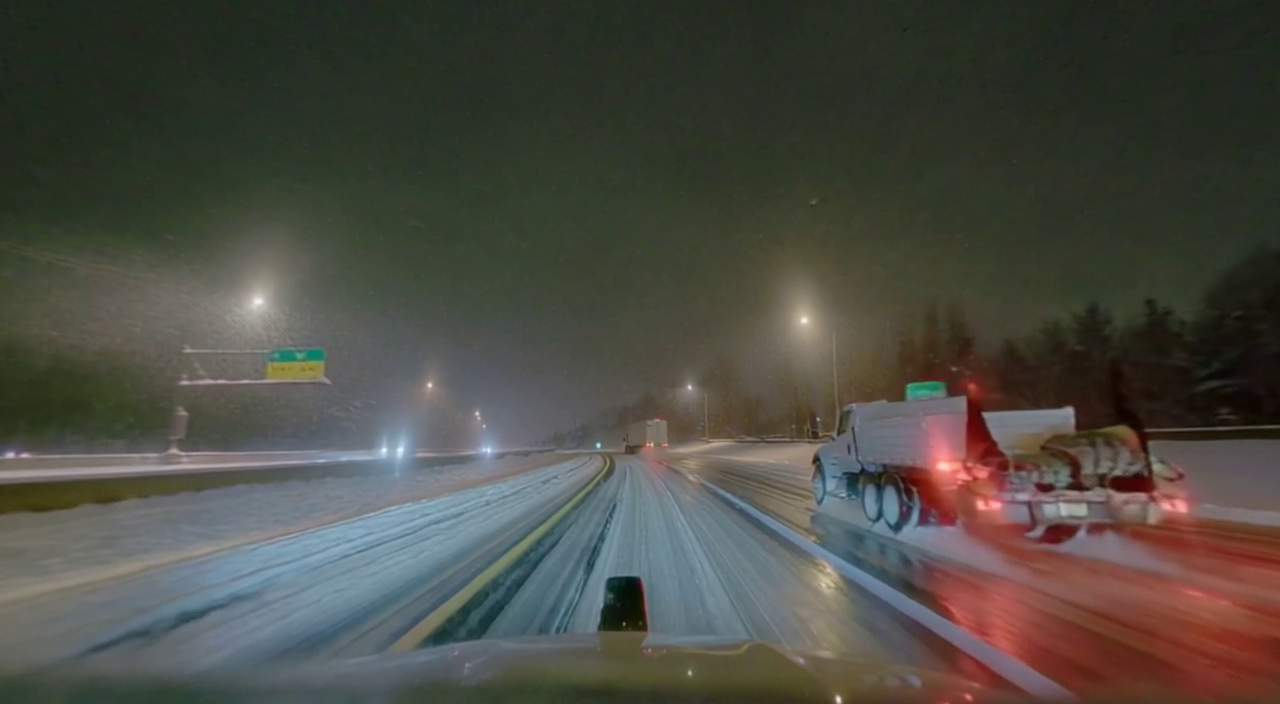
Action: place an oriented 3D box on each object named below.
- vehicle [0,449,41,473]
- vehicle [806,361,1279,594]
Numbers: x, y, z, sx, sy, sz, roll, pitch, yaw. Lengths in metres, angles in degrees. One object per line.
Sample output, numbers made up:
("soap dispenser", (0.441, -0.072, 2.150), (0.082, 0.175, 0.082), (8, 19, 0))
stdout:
("vehicle", (-47.737, 8.206, 47.688), (1.970, 1.511, 3.878), (5, -8, -20))
("vehicle", (4.163, 1.454, 8.215), (2.383, 1.959, 5.669), (0, -8, -1))
